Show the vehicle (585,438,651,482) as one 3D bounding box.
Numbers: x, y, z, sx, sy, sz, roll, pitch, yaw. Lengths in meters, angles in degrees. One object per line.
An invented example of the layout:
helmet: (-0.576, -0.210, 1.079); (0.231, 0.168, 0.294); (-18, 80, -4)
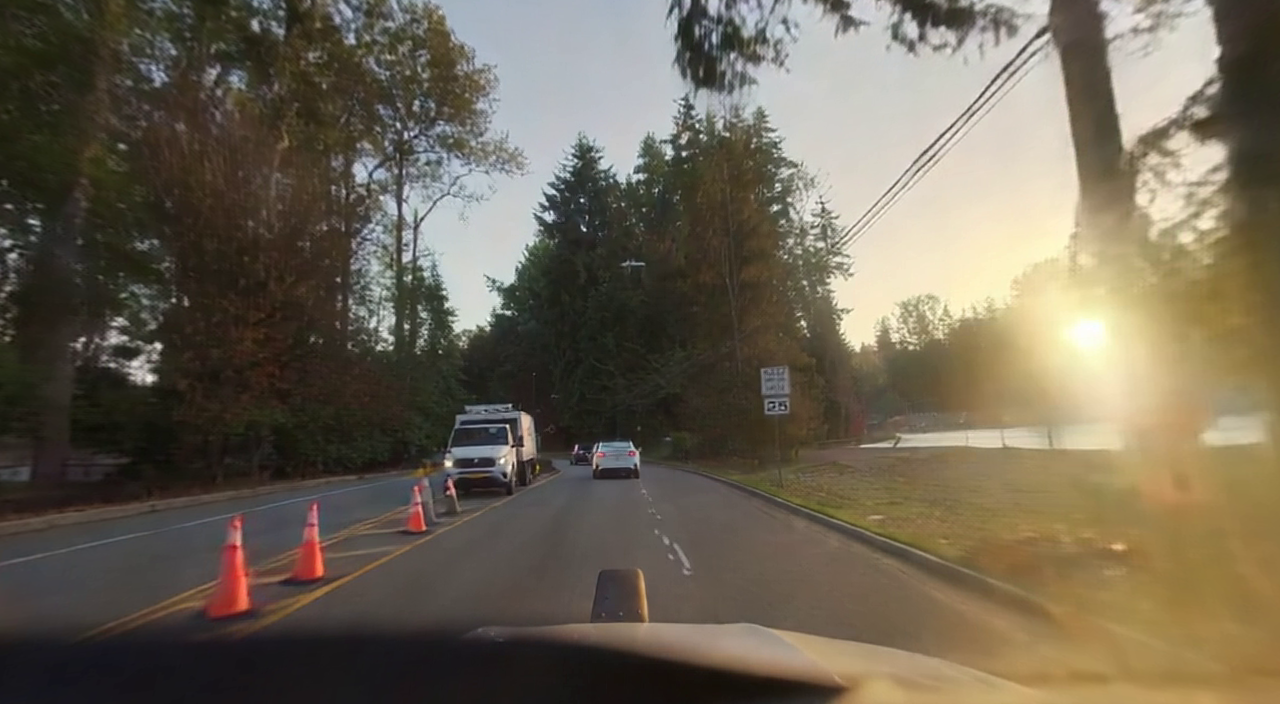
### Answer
vehicle: (-0.863, 3.931, 23.346); (2.186, 1.463, 4.356); (0, -8, -4)

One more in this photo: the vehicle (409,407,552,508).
vehicle: (-3.700, 2.618, 16.140); (2.671, 2.053, 6.074); (1, -8, -6)
